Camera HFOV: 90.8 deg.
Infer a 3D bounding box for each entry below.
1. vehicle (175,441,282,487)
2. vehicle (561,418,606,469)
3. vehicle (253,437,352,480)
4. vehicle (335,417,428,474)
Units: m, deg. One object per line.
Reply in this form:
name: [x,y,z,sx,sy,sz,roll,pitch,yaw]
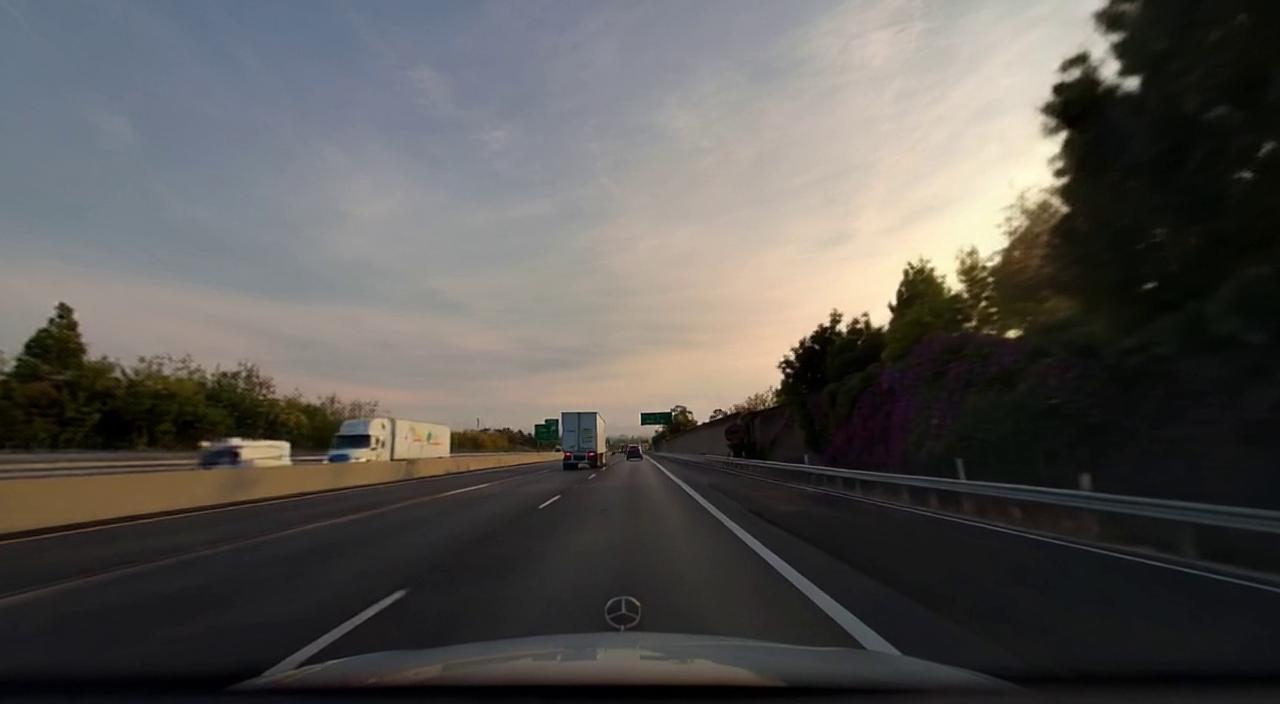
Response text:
vehicle: [-24.280,6.610,37.587,2.374,2.485,5.901,0,-9,0]
vehicle: [-4.031,6.764,46.516,2.707,3.461,7.191,0,-9,0]
vehicle: [-24.396,7.745,46.278,2.520,2.851,8.576,0,-9,0]
vehicle: [-19.967,7.371,49.629,3.025,3.917,10.227,0,-9,0]
